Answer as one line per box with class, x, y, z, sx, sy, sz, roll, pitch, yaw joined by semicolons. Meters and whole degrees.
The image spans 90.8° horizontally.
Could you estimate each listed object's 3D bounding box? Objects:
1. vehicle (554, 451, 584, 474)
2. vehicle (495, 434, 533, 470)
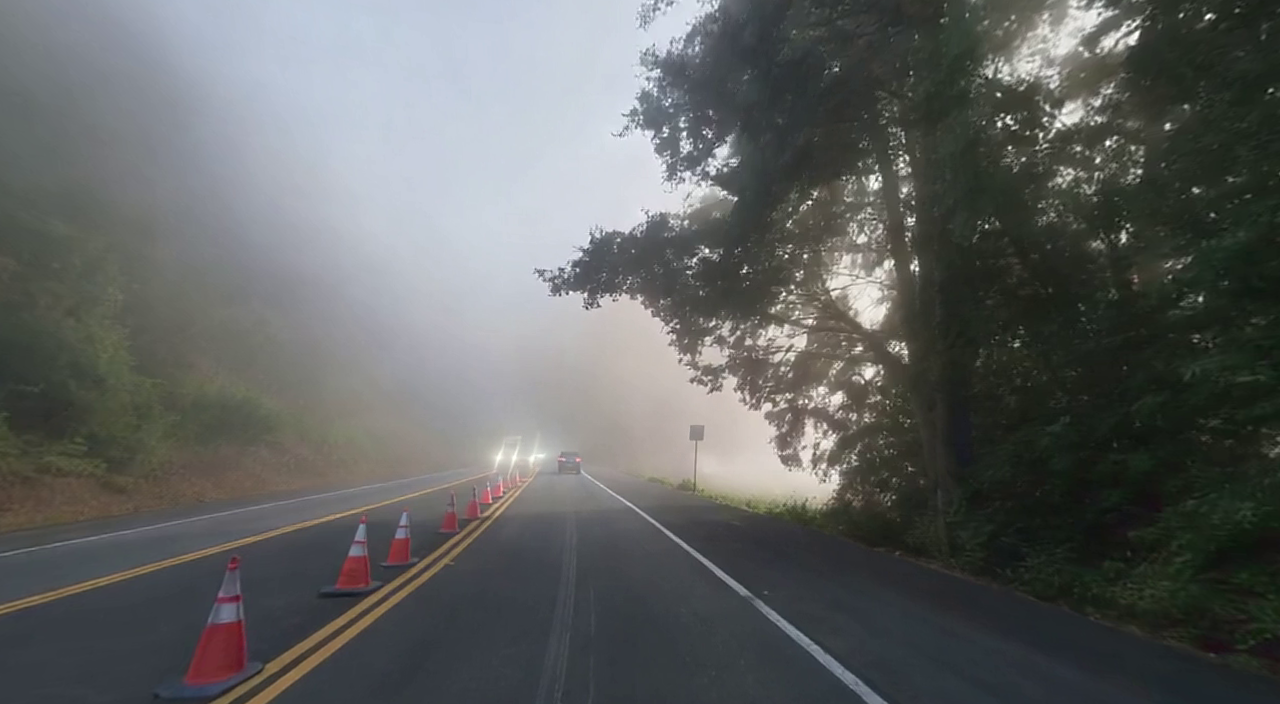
vehicle;-5.172;7.974;45.701;2.013;1.481;4.356;1;-9;-8
vehicle;-9.366;7.458;47.314;2.380;2.488;4.028;3;-9;-8
